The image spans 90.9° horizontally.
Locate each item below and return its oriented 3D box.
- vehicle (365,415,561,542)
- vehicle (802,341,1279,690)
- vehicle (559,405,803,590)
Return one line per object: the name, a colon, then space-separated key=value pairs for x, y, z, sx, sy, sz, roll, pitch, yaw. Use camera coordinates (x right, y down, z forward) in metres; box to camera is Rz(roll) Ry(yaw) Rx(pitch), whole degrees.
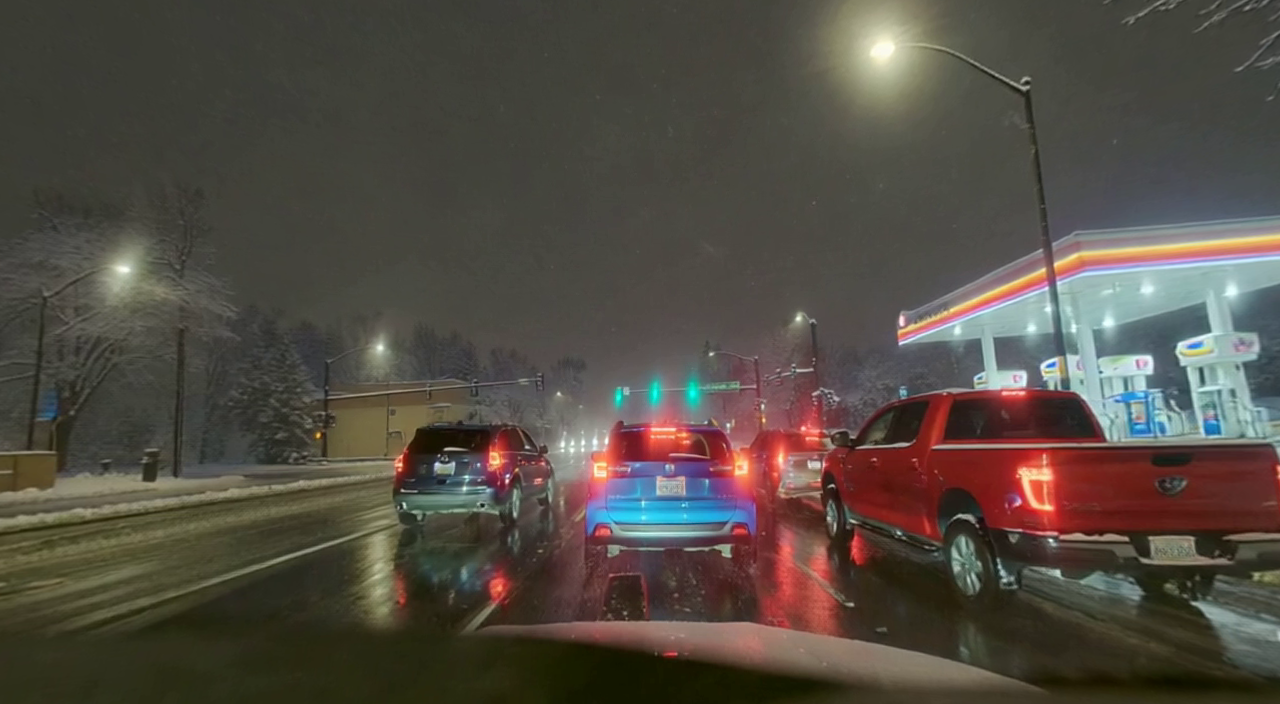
vehicle: x=-2.717 y=2.059 z=10.892 sx=2.019 sy=1.731 sz=4.299 roll=0 pitch=-8 yaw=1
vehicle: x=3.404 y=1.255 z=6.113 sx=2.161 sy=1.868 sz=5.321 roll=0 pitch=-8 yaw=-1
vehicle: x=0.353 y=1.612 z=7.774 sx=2.181 sy=1.650 sz=4.083 roll=0 pitch=-8 yaw=0
